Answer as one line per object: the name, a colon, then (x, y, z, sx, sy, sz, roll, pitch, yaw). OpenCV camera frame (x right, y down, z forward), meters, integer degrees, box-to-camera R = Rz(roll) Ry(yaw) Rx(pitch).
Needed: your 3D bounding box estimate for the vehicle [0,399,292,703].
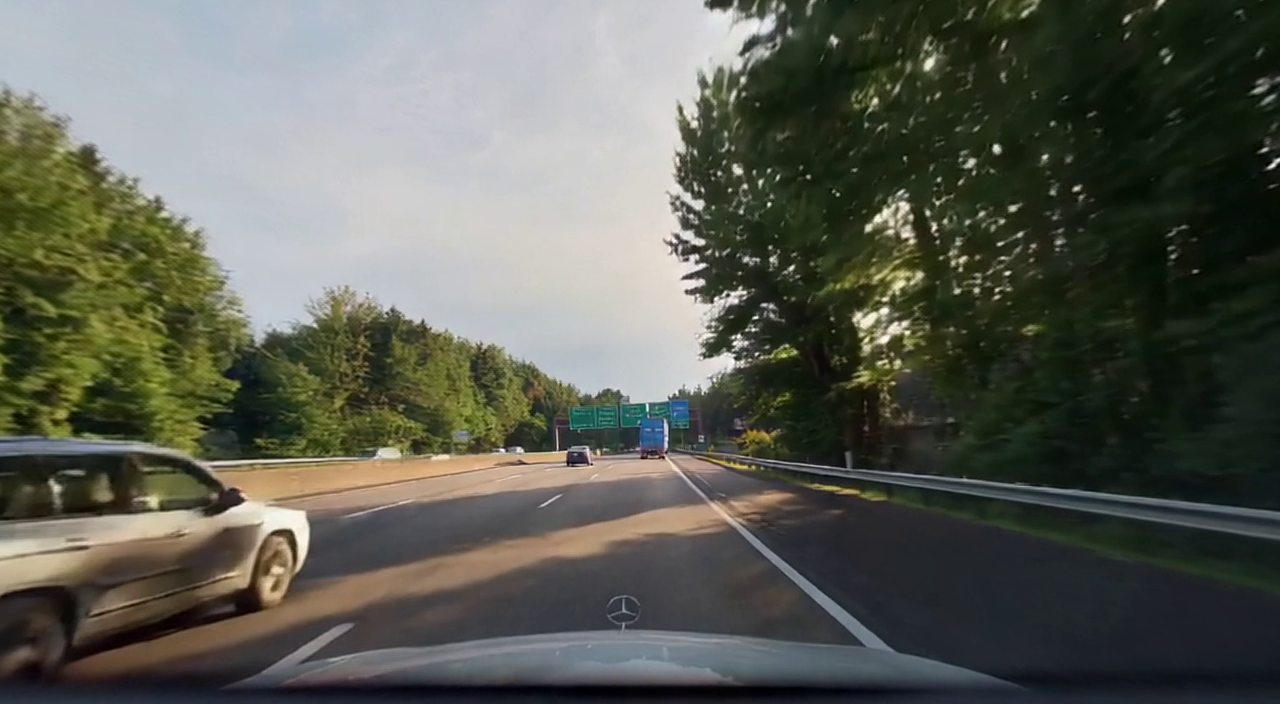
vehicle: (-3.974, 1.001, 2.916, 2.039, 1.532, 4.610, -1, -9, 1)

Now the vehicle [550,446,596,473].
vehicle: (-3.712, 6.024, 35.526, 2.045, 1.430, 3.951, -1, -9, 1)

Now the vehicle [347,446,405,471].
vehicle: (-19.074, 7.699, 45.805, 2.065, 1.665, 4.796, -1, -9, 1)
